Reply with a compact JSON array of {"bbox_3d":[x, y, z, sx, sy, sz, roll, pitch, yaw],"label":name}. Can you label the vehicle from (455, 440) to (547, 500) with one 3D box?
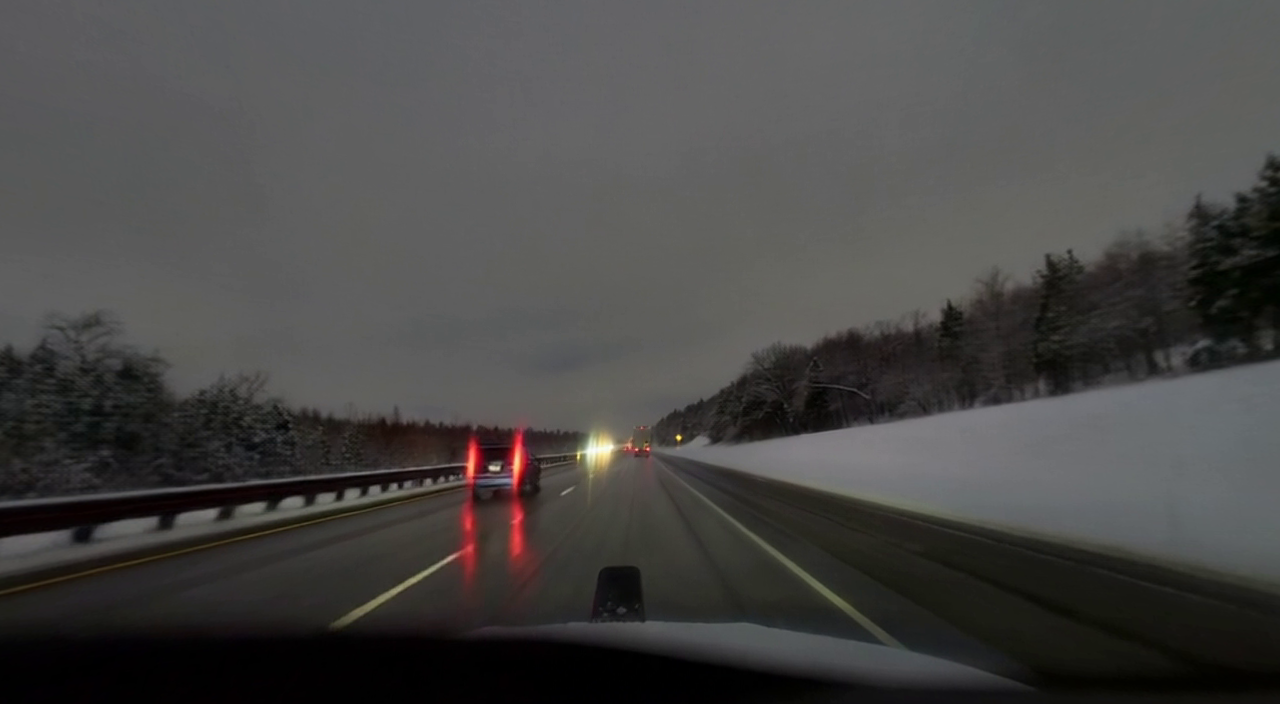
[{"bbox_3d":[-4.000,3.439,18.766,1.880,1.569,3.714,0,-9,0],"label":"vehicle"}]
